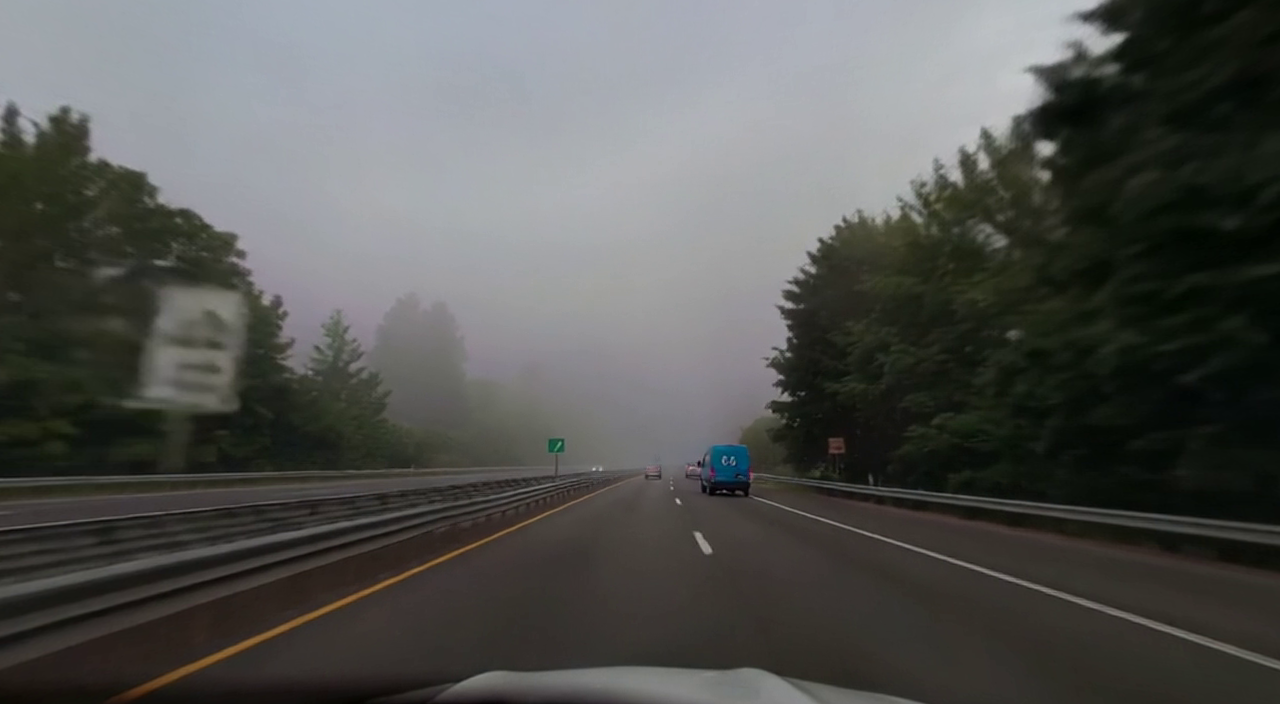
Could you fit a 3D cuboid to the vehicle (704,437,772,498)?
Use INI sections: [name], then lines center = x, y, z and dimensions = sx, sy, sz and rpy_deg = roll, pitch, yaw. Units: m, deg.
[vehicle]
center = 4.554, 5.547, 30.230
dimensions = 2.366, 2.595, 5.793
rpy_deg = 1, -11, 1
